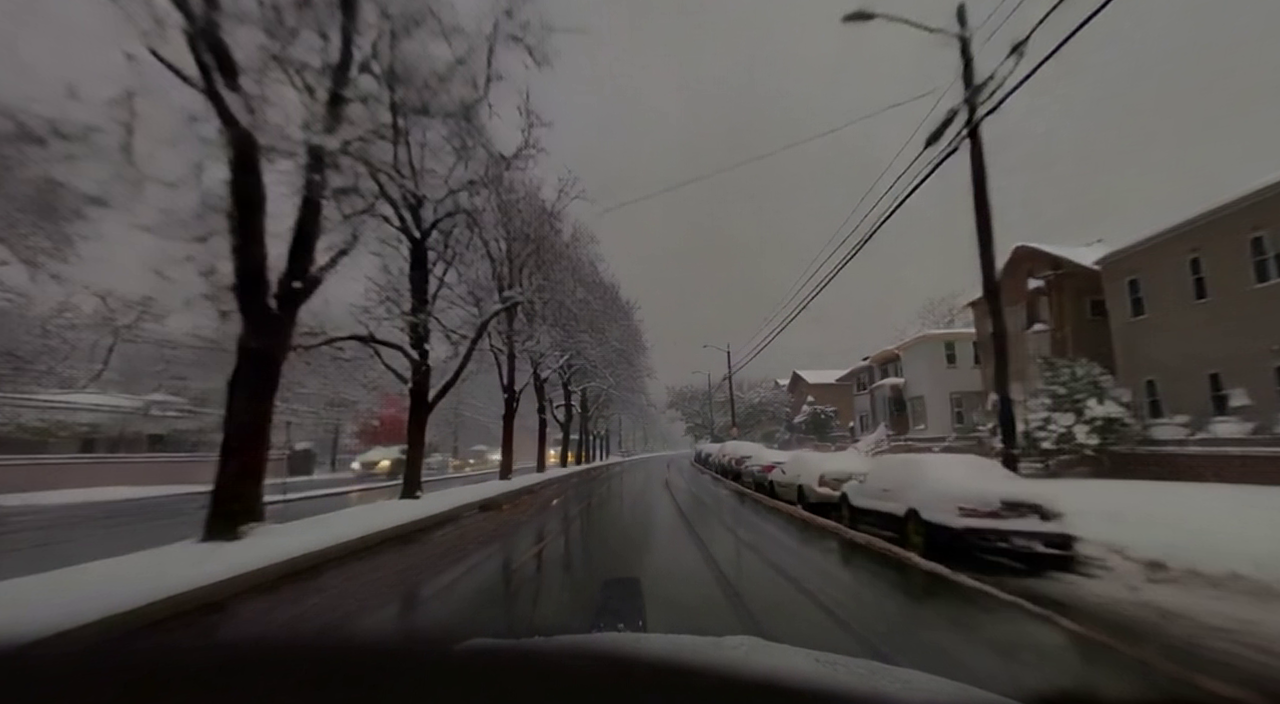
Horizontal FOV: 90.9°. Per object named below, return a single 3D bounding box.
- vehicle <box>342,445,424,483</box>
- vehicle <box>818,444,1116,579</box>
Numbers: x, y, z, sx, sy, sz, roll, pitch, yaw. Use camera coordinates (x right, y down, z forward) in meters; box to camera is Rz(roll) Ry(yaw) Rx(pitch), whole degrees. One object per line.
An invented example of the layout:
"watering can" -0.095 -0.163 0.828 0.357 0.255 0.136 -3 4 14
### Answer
"vehicle" -12.817 5.582 31.821 2.045 1.712 4.511 -1 -8 3
"vehicle" 4.174 2.059 9.162 1.833 1.399 4.727 0 -8 1
